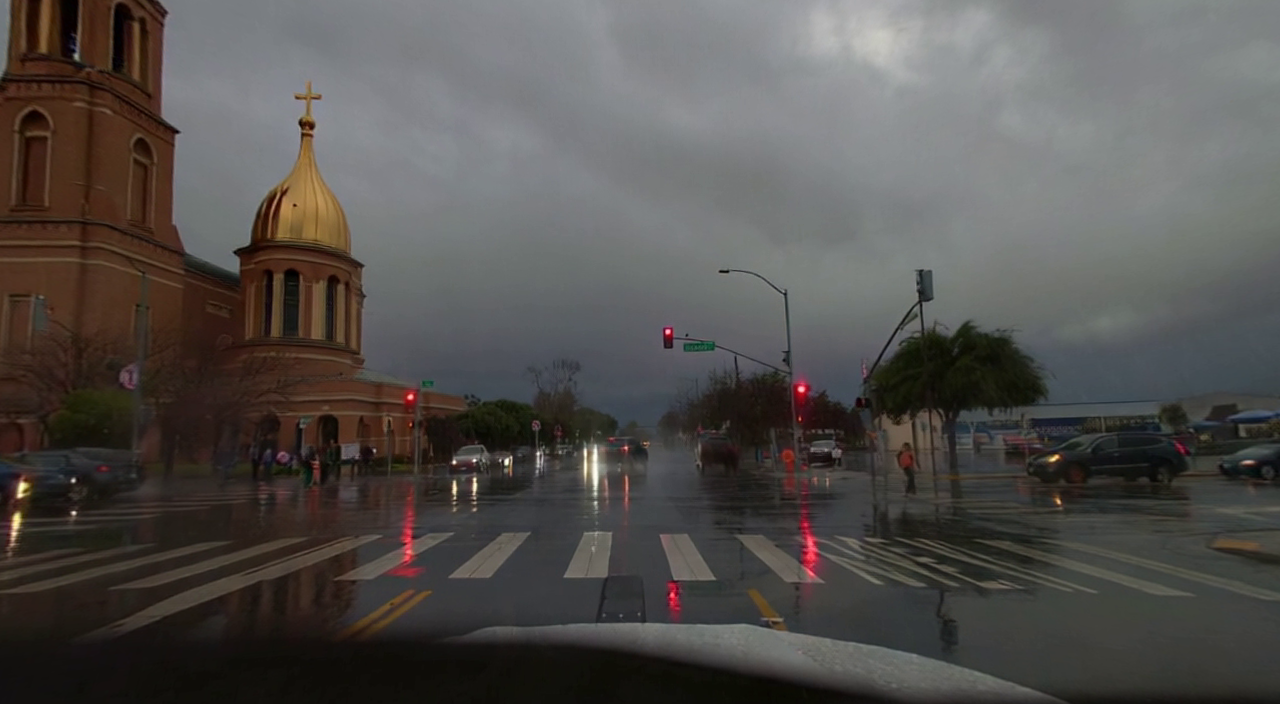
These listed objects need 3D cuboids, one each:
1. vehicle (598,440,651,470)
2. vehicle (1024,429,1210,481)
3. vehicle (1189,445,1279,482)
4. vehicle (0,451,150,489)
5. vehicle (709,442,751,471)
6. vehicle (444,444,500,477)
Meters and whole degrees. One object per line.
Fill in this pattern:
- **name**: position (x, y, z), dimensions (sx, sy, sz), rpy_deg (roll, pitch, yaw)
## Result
- **vehicle**: position (-0.858, 6.242, 38.438), dimensions (2.051, 1.724, 4.567), rpy_deg (-2, -9, 14)
- **vehicle**: position (19.877, 4.301, 26.574), dimensions (5.852, 2.057, 2.361), rpy_deg (0, -8, 0)
- **vehicle**: position (26.384, 4.674, 26.677), dimensions (4.561, 1.475, 1.850), rpy_deg (0, -8, 0)
- **vehicle**: position (-23.355, 4.871, 26.221), dimensions (4.479, 1.476, 1.873), rpy_deg (0, -8, 1)
- **vehicle**: position (5.833, 6.854, 41.508), dimensions (1.969, 1.776, 4.329), rpy_deg (0, -8, -2)
- **vehicle**: position (-10.230, 6.616, 38.948), dimensions (2.076, 1.876, 4.669), rpy_deg (0, -8, 1)
